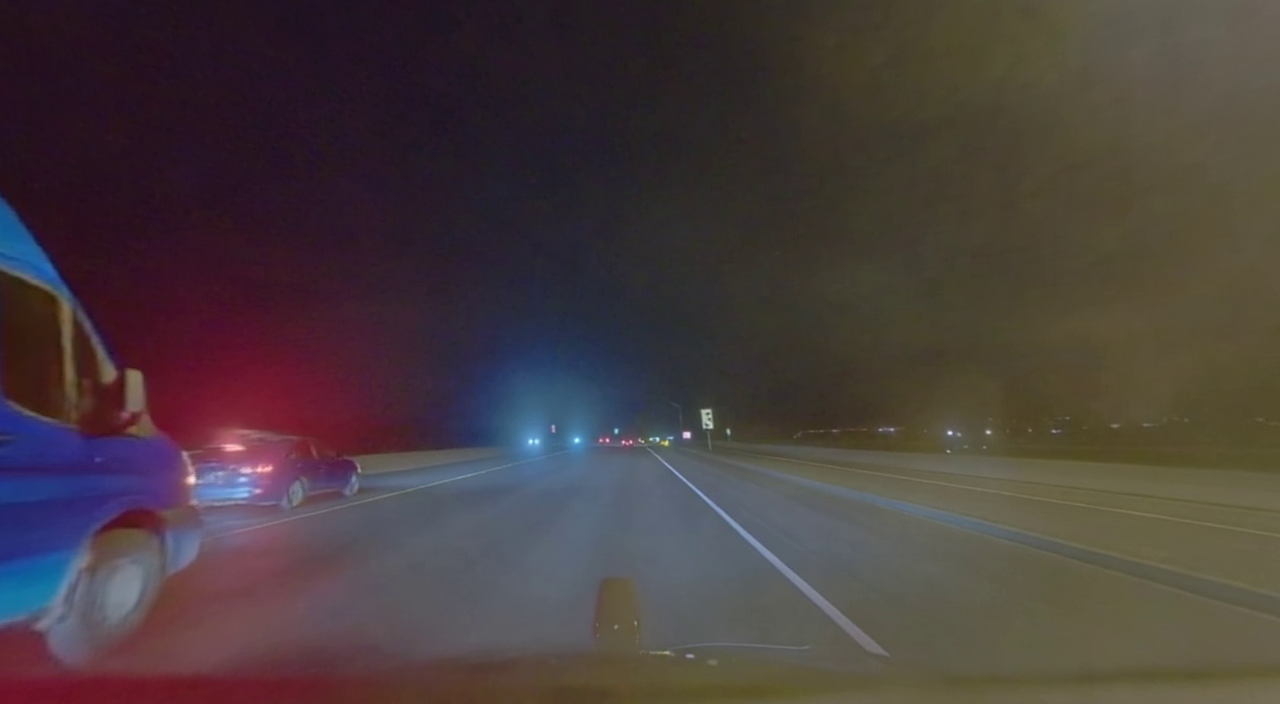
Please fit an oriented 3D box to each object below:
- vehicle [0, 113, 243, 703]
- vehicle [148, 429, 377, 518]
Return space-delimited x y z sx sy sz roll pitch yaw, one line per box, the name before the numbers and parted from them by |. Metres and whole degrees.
vehicle | -4.204 0.016 0.876 2.428 2.782 7.330 0 -8 0
vehicle | -7.192 2.318 12.659 1.949 1.465 4.318 0 -8 0
